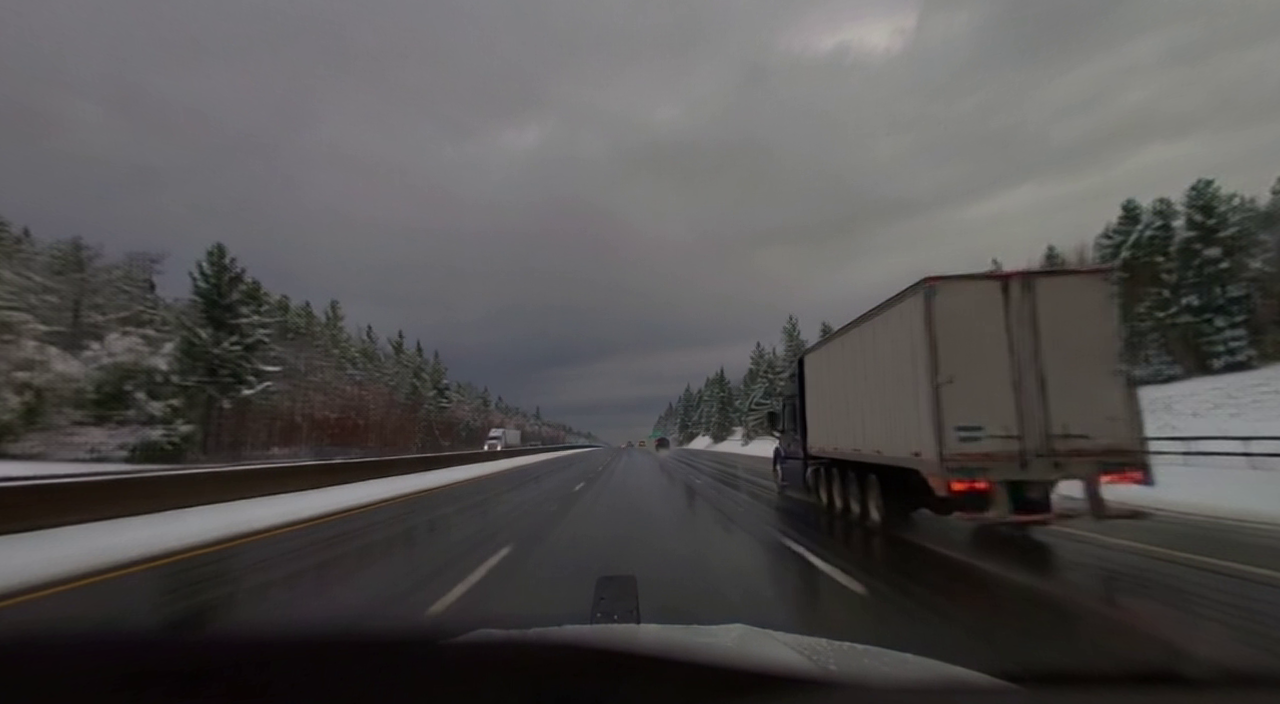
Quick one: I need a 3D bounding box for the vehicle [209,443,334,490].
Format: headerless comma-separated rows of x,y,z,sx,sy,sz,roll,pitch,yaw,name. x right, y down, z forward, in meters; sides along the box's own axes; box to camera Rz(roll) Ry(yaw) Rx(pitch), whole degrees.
-12.734,3.932,22.104,1.841,1.432,4.245,-1,-8,0,vehicle

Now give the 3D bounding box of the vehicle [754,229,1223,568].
4.109,0.932,10.127,2.766,3.349,7.796,0,-8,-2,vehicle

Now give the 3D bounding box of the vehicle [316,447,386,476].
-16.256,6.151,35.628,1.867,1.442,4.385,-1,-8,0,vehicle
